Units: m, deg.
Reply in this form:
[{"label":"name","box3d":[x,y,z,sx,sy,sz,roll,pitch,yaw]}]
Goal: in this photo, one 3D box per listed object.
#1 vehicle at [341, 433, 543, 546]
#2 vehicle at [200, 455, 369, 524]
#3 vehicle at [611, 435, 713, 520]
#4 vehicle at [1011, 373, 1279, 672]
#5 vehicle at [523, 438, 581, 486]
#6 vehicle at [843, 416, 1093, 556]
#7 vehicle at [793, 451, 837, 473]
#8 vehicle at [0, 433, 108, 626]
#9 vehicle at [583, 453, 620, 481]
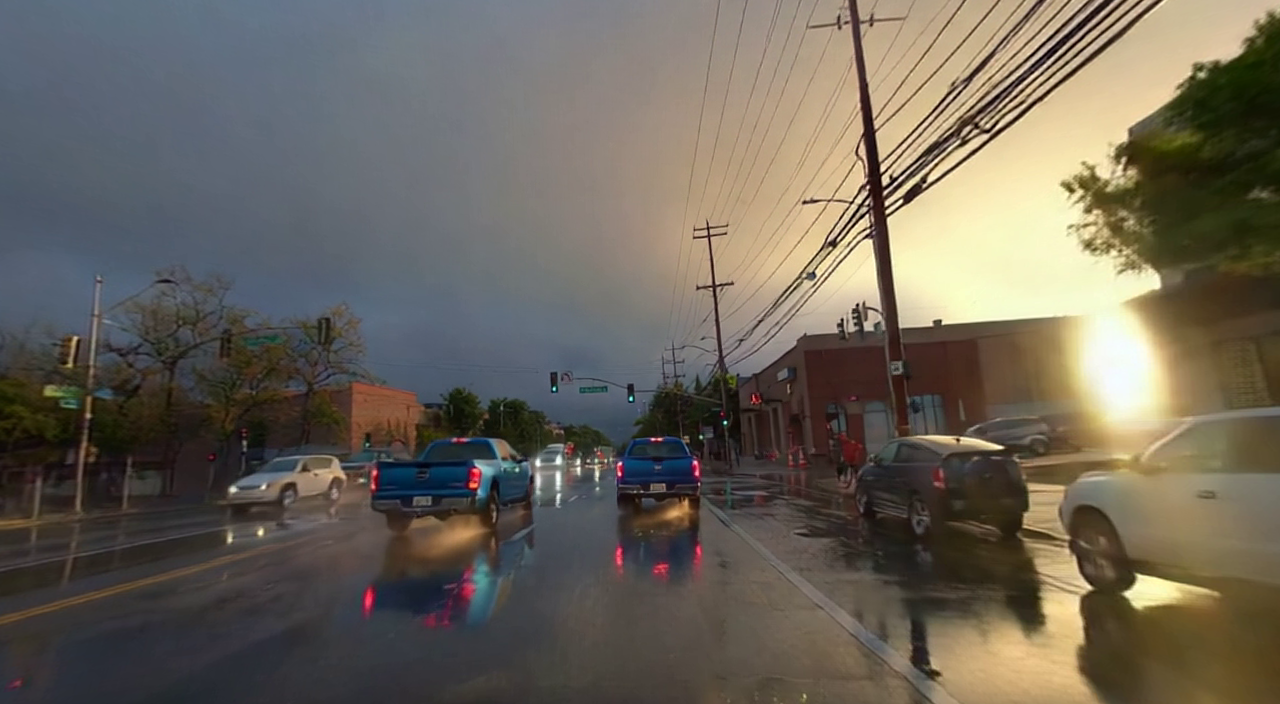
[{"label":"vehicle","box3d":[-3.144,2.280,11.210,1.995,1.554,4.618,0,-8,1]},{"label":"vehicle","box3d":[-9.392,3.629,17.185,1.918,1.522,4.486,0,-8,1]},{"label":"vehicle","box3d":[0.710,2.928,15.345,2.089,1.699,4.650,-1,-9,7]},{"label":"vehicle","box3d":[4.877,1.074,4.064,2.007,1.786,4.870,0,-8,1]},{"label":"vehicle","box3d":[-5.810,7.358,42.699,2.619,2.948,7.193,0,-9,2]},{"label":"vehicle","box3d":[5.098,2.122,10.727,1.974,1.823,4.576,0,-9,3]},{"label":"vehicle","box3d":[13.435,8.495,48.646,2.075,1.556,4.585,0,-9,0]},{"label":"vehicle","box3d":[-6.219,1.251,3.850,1.994,1.551,4.414,0,-8,1]},{"label":"vehicle","box3d":[-2.681,8.187,45.020,2.140,1.768,5.092,0,-9,2]}]
